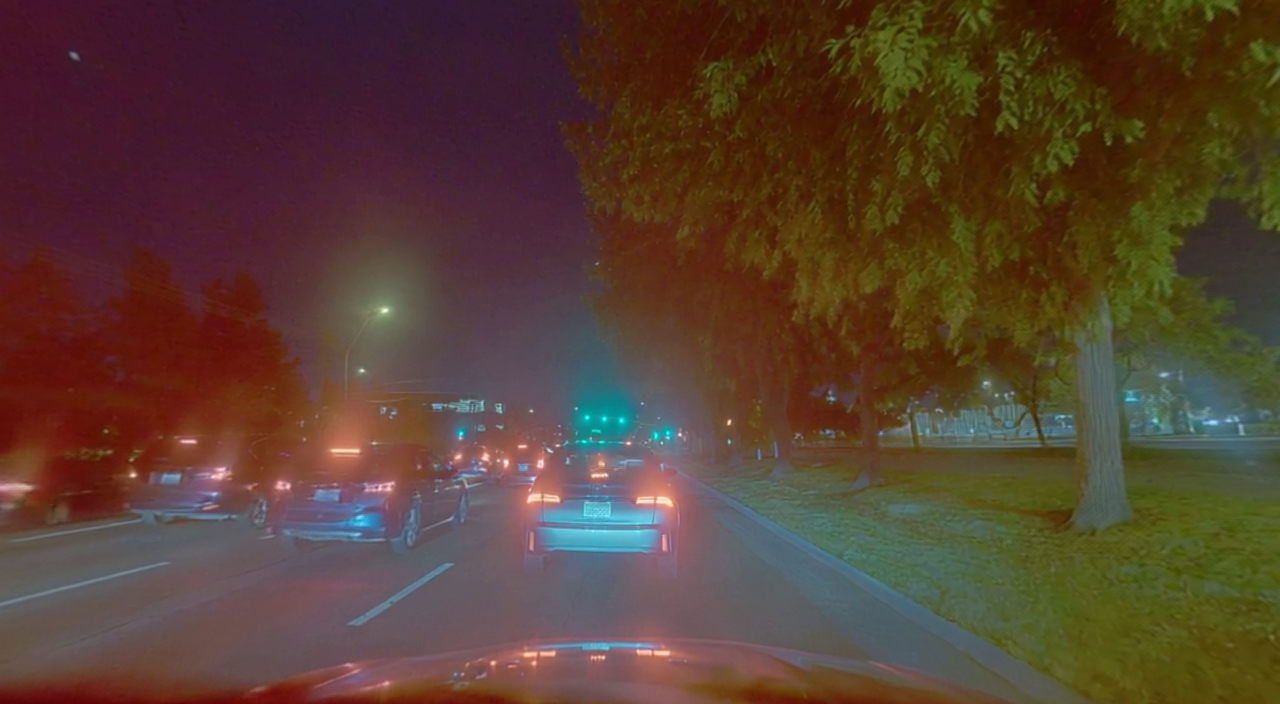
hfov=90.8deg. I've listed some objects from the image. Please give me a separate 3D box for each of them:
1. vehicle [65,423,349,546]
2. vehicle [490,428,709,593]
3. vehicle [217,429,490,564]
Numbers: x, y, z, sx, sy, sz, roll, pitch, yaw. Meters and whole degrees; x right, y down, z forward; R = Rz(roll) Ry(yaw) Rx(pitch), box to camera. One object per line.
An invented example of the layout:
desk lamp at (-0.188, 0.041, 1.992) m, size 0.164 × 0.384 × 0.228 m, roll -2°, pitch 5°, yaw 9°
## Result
vehicle at (-7.369, 2.265, 11.479) m, size 2.068 × 1.784 × 4.224 m, roll 0°, pitch -9°, yaw 1°
vehicle at (-0.390, 1.801, 8.014) m, size 2.066 × 1.544 × 3.954 m, roll 0°, pitch -9°, yaw 0°
vehicle at (-3.831, 1.998, 9.558) m, size 1.913 × 1.521 × 4.539 m, roll 0°, pitch -9°, yaw 1°
